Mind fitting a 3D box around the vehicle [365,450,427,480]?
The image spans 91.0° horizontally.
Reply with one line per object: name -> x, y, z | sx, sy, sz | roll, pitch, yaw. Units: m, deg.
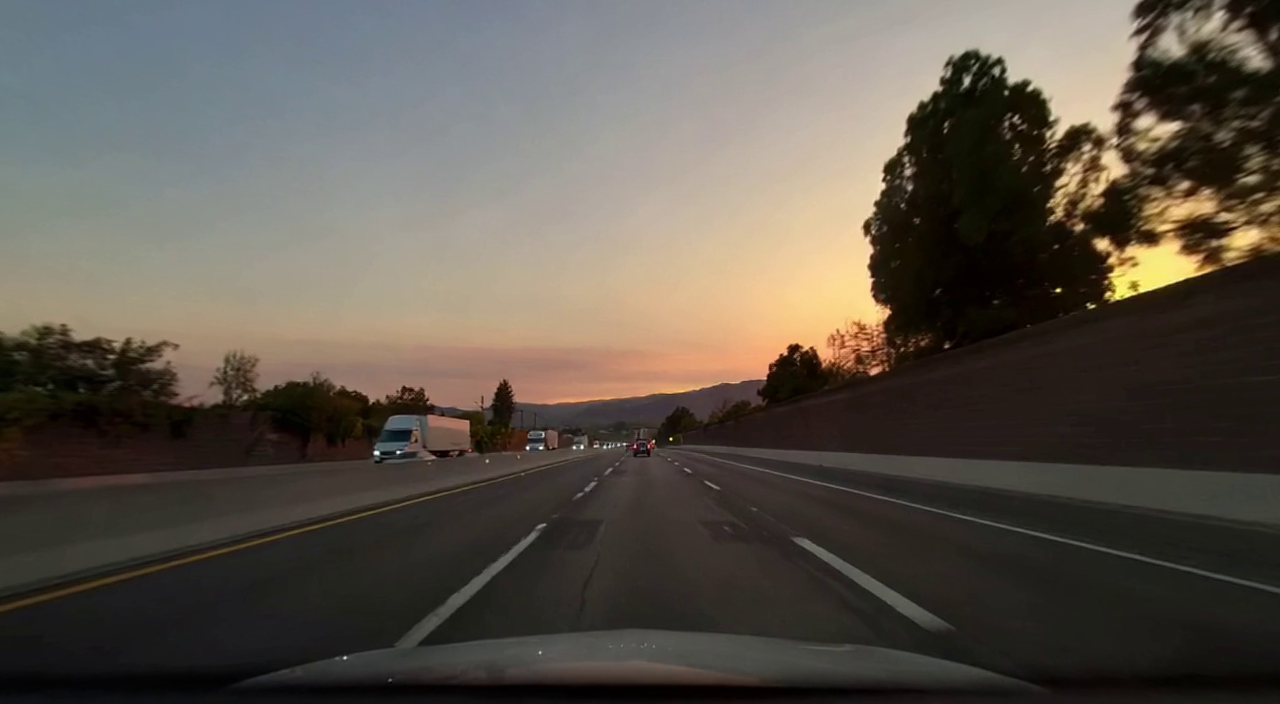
vehicle -> -13.766, 6.377, 35.719 | 1.823, 1.494, 4.125 | 0, -8, 1
